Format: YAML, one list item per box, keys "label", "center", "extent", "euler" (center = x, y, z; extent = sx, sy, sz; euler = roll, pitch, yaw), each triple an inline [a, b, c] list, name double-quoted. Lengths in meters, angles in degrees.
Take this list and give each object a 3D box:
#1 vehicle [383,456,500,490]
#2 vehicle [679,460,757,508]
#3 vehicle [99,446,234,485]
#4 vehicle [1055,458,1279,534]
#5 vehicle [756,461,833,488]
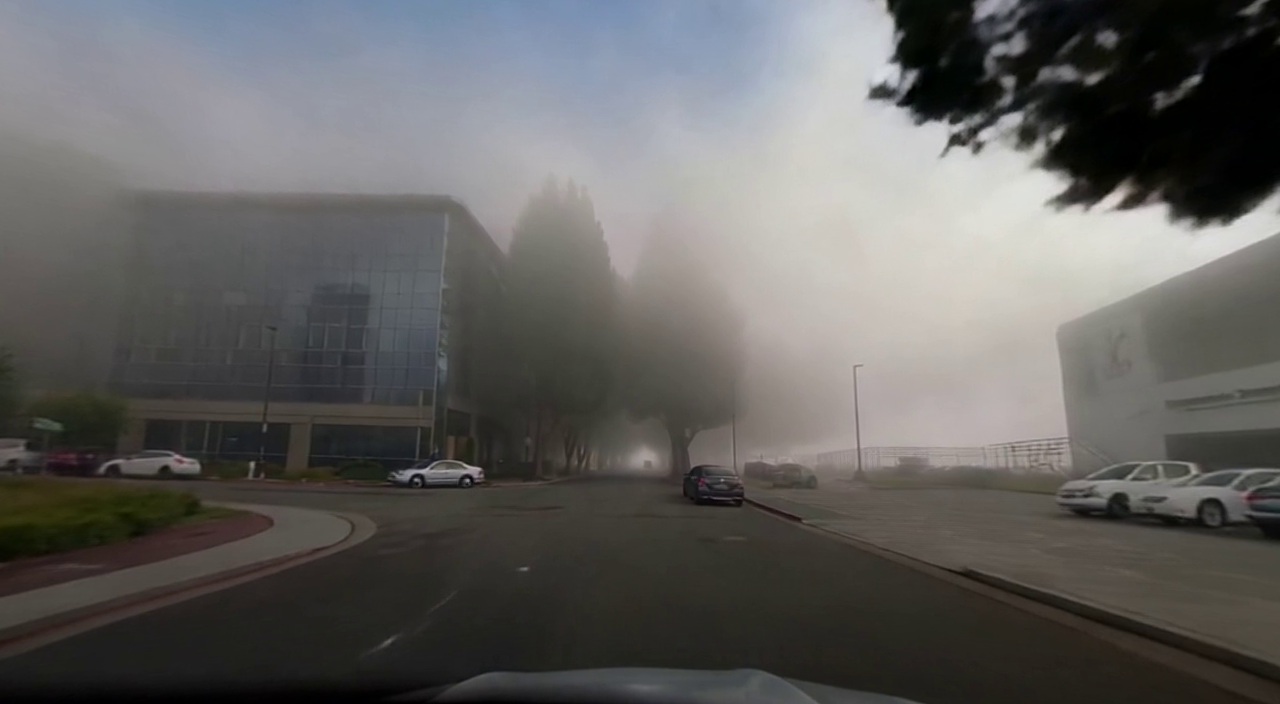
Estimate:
- label: "vehicle"
  center: [-9.262, 5.699, 29.629]
  extent: [4.770, 1.448, 1.983]
  euler: [9, -14, -38]
- label: "vehicle"
  center: [2.581, 4.507, 21.758]
  extent: [2.073, 1.434, 3.899]
  euler: [1, -11, -2]
- label: "vehicle"
  center: [-20.079, 4.849, 26.868]
  extent: [4.118, 1.482, 1.889]
  euler: [2, -11, -1]
- label: "vehicle"
  center: [15.444, 4.179, 18.538]
  extent: [4.824, 1.728, 2.246]
  euler: [2, -11, 11]
- label: "vehicle"
  center: [10.562, 8.439, 43.393]
  extent: [4.782, 1.698, 1.882]
  euler: [1, -11, -3]
